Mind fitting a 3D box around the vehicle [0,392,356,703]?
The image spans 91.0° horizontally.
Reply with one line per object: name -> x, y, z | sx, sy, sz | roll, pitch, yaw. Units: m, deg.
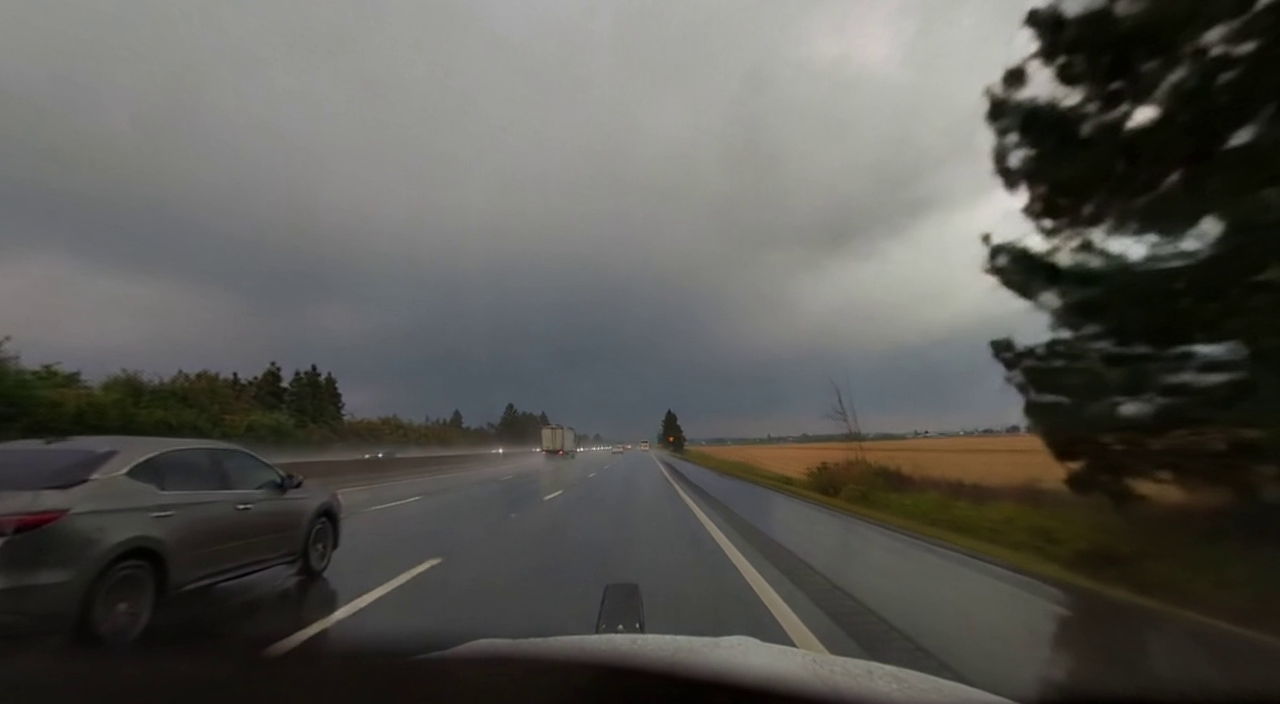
vehicle -> -3.875, 1.120, 3.807 | 2.028, 1.553, 4.820 | 0, -9, 0
